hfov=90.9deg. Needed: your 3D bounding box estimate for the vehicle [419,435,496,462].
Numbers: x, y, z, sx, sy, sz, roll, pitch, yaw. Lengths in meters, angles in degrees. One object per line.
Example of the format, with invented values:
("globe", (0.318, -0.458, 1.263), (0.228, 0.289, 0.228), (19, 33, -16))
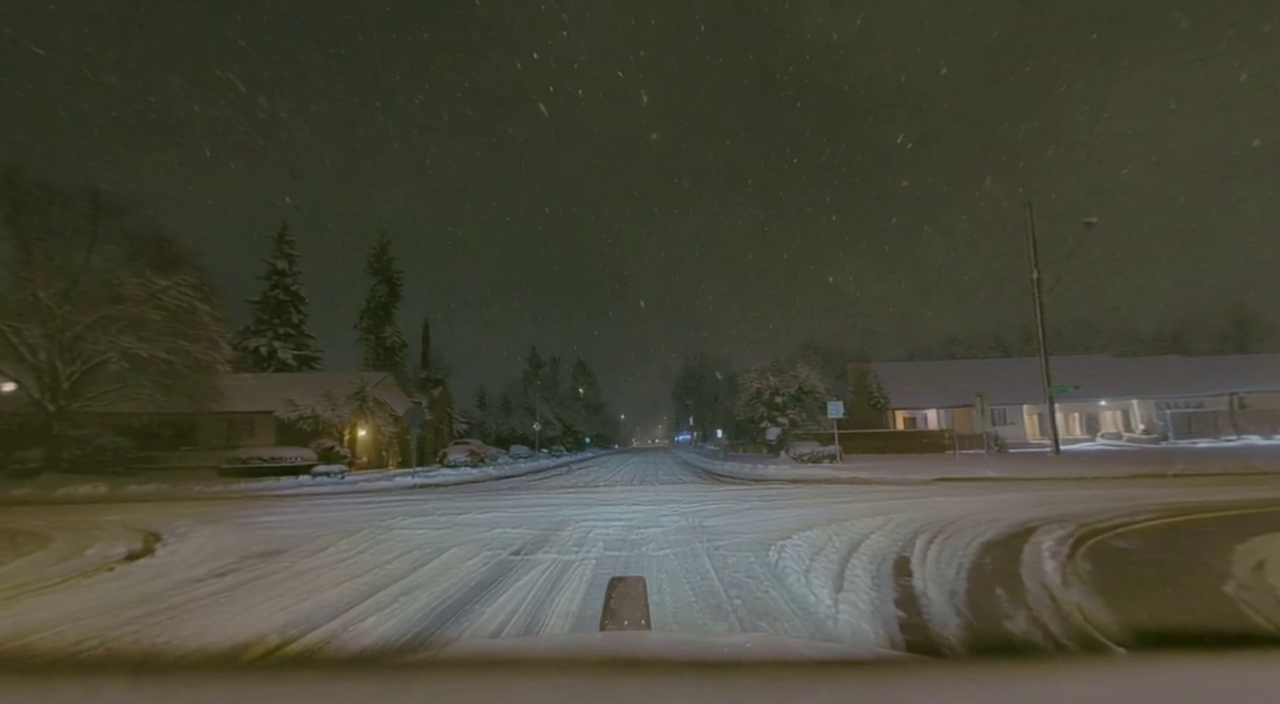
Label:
("vehicle", (-12.637, 6.727, 43.792), (4.702, 1.761, 1.978), (0, -8, 3))
